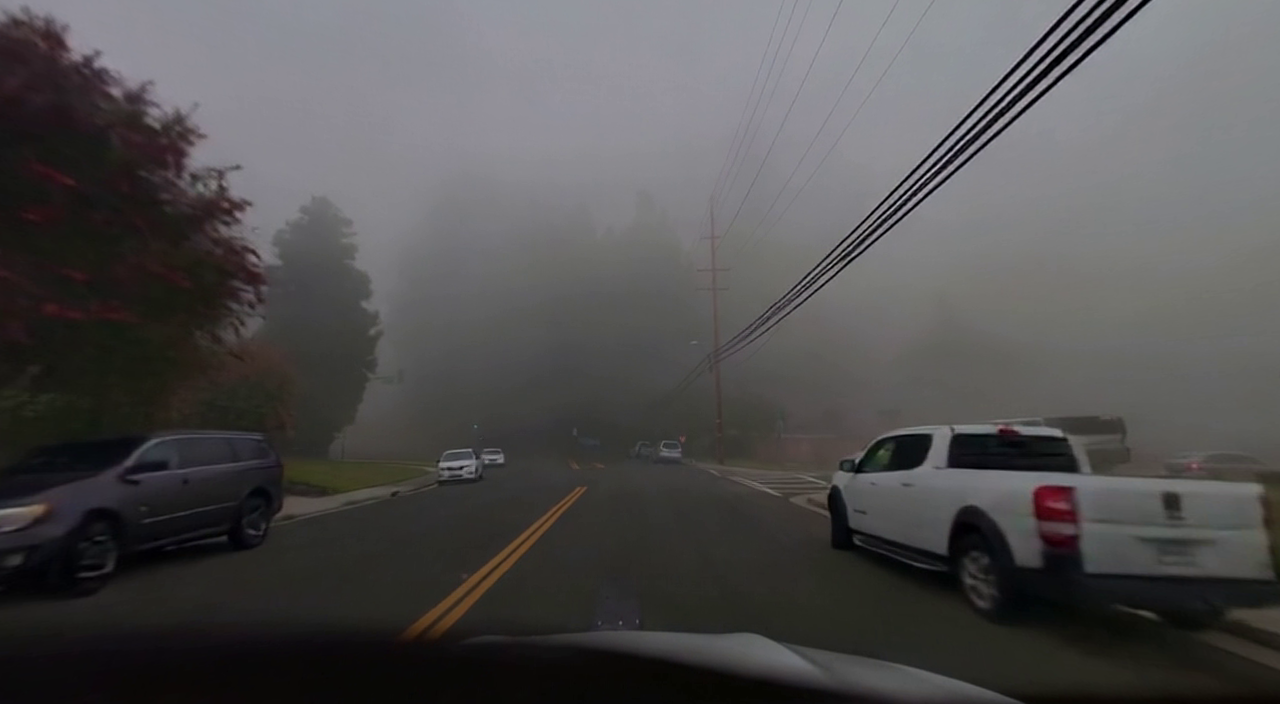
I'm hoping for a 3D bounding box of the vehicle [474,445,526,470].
[{"bbox_3d":[-9.099,6.808,40.851,2.033,1.477,4.626,5,-10,-28],"label":"vehicle"}]

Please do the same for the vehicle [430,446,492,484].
[{"bbox_3d":[-7.605,4.821,27.231,1.997,1.456,4.319,1,-9,-8],"label":"vehicle"}]

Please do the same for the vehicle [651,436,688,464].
[{"bbox_3d":[2.231,7.684,49.610,2.173,1.992,5.891,1,-9,-4],"label":"vehicle"}]

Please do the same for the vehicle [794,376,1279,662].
[{"bbox_3d":[3.498,1.452,6.734,2.178,1.757,5.495,0,-9,-2],"label":"vehicle"}]

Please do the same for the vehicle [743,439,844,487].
[{"bbox_3d":[5.930,4.181,24.109,1.944,1.636,4.140,-8,-12,42],"label":"vehicle"}]

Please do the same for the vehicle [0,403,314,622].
[{"bbox_3d":[-6.454,1.721,7.680,2.158,1.817,5.230,0,-9,0],"label":"vehicle"}]
